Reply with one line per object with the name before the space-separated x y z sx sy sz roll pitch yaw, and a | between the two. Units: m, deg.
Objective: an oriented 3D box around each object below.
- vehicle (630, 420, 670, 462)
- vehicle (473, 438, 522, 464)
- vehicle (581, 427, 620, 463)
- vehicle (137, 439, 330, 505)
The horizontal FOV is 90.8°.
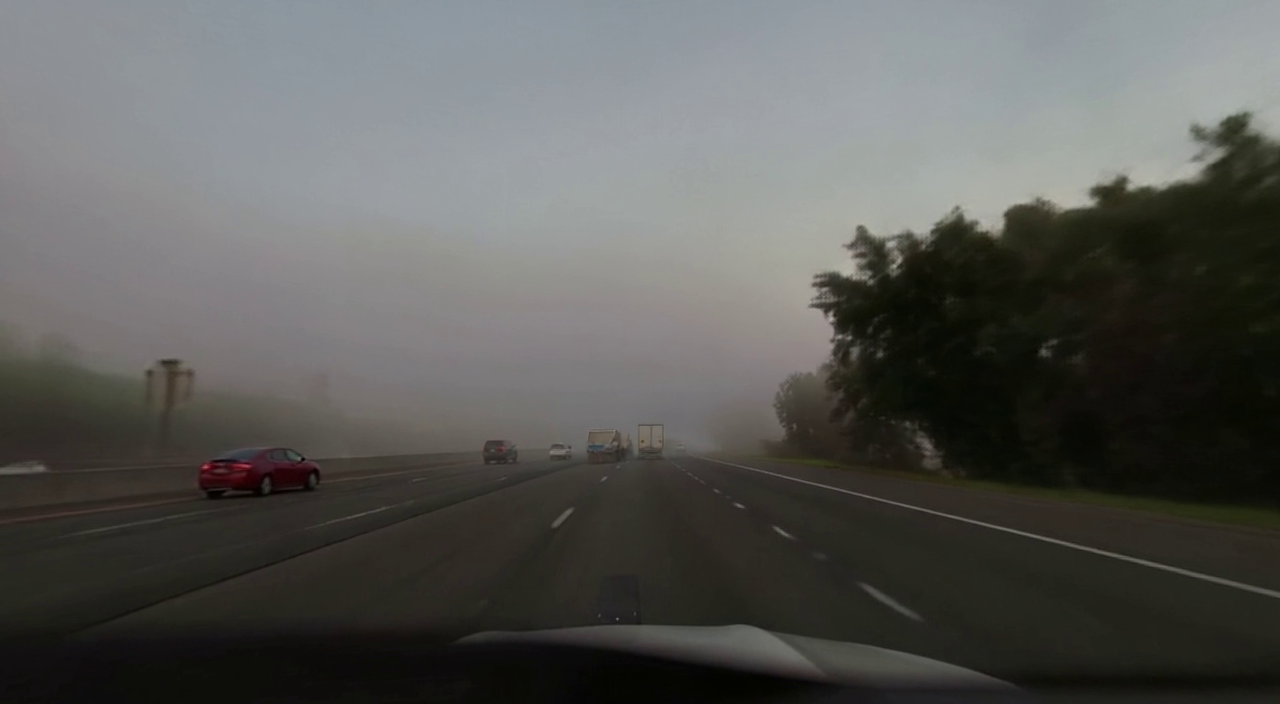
vehicle | 0.755 6.669 47.565 2.768 2.854 6.757 1 -8 1
vehicle | -10.150 7.103 45.491 2.080 1.777 5.450 0 -8 2
vehicle | -2.880 6.967 47.132 2.328 2.519 5.238 0 -8 2
vehicle | -10.287 3.036 16.553 1.952 1.457 4.689 0 -8 0
